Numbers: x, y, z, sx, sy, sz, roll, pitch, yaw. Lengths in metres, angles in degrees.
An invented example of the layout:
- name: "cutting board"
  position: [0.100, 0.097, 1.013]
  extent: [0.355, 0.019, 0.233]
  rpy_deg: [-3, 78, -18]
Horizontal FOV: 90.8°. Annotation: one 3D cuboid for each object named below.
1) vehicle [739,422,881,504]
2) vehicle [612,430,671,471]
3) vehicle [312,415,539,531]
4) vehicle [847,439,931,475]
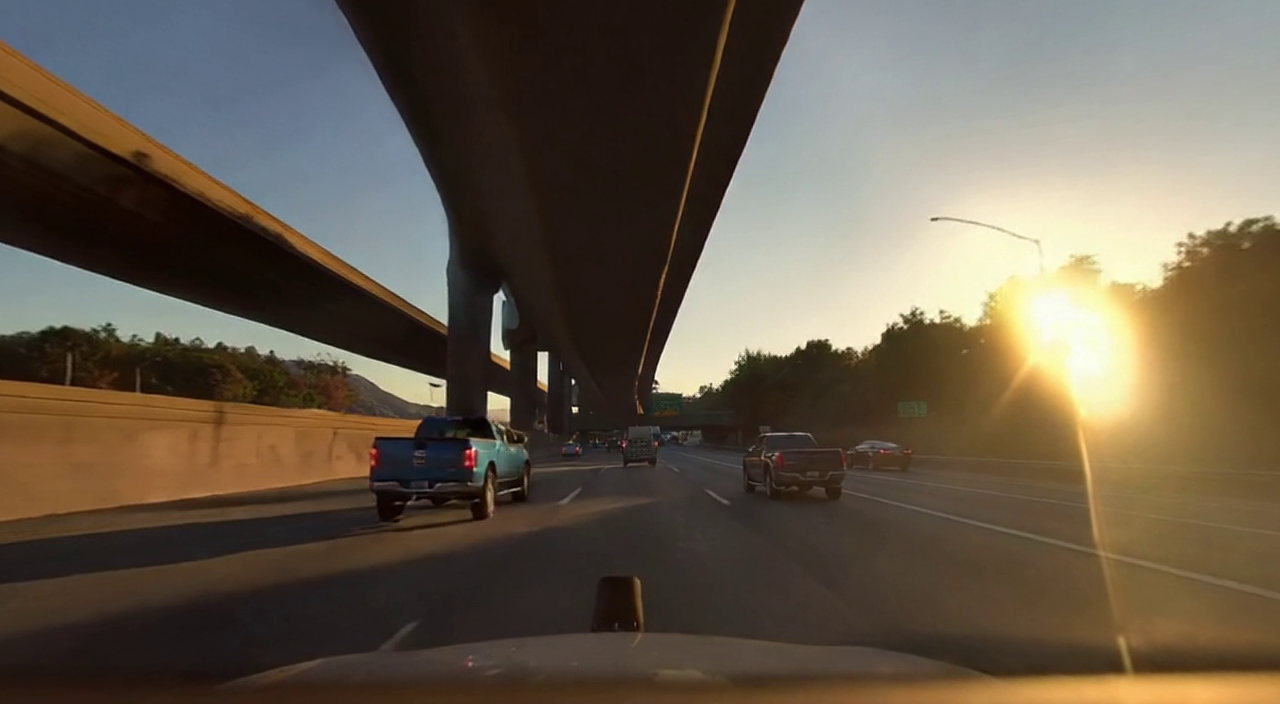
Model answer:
- name: "vehicle"
  position: [3.795, 2.579, 14.961]
  extent: [2.119, 1.653, 4.000]
  rpy_deg: [0, -9, -2]
- name: "vehicle"
  position: [0.063, 4.802, 30.886]
  extent: [2.572, 1.837, 5.693]
  rpy_deg: [0, -9, 0]
- name: "vehicle"
  position: [-3.603, 2.189, 12.005]
  extent: [2.535, 1.715, 5.030]
  rpy_deg: [0, -9, 0]
- name: "vehicle"
  position: [11.127, 4.710, 28.592]
  extent: [1.961, 1.480, 4.331]
  rpy_deg: [0, -9, -1]
